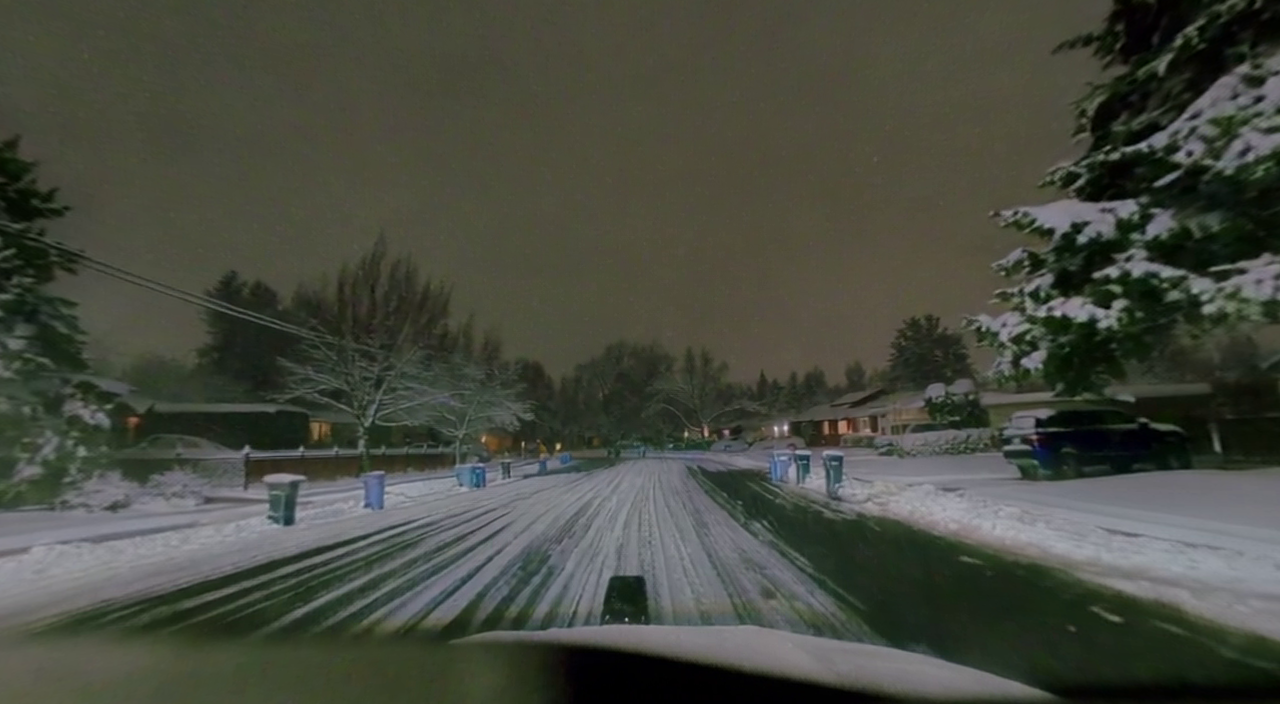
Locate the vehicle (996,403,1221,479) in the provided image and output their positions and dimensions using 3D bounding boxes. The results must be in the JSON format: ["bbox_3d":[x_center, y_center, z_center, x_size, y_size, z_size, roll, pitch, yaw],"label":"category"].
[{"bbox_3d":[12.376,2.391,16.838,4.581,1.853,2.024,2,-8,-7],"label":"vehicle"}]
